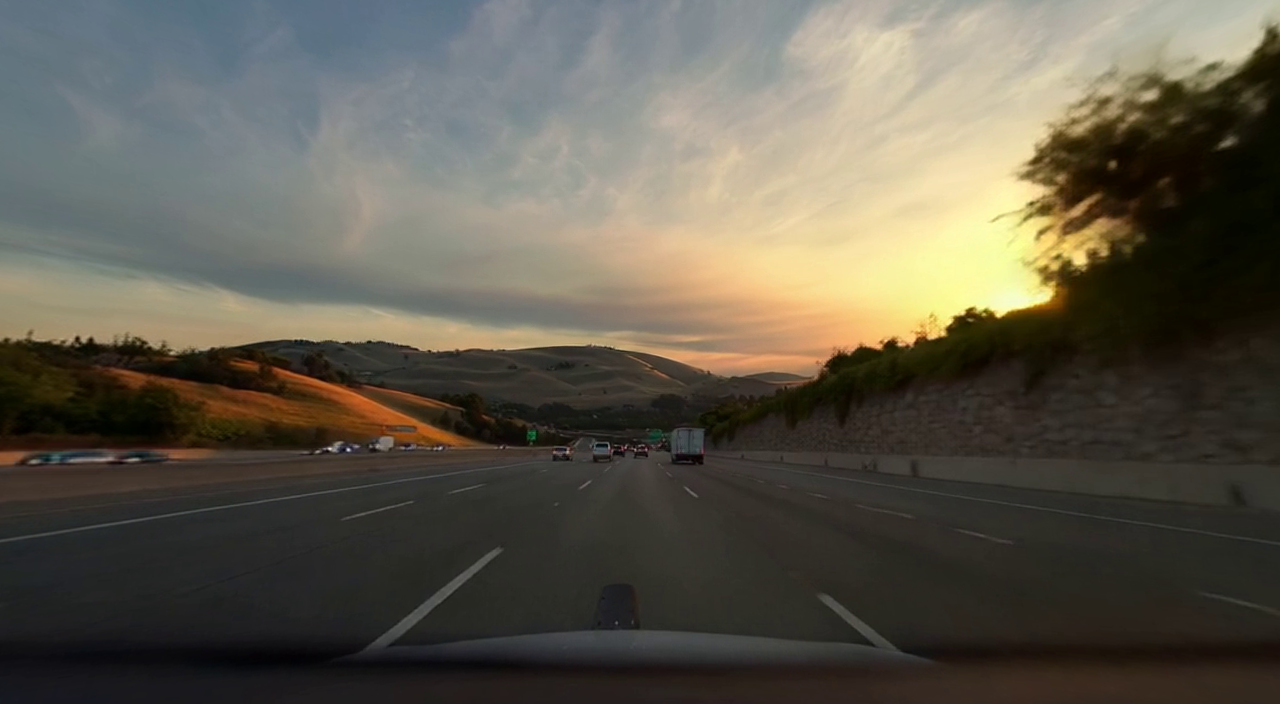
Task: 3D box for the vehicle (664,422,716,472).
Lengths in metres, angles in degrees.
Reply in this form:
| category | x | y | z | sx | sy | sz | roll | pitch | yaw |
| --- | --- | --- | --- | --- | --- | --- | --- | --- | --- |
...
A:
| category | x | y | z | sx | sy | sz | roll | pitch | yaw |
| --- | --- | --- | --- | --- | --- | --- | --- | --- | --- |
| vehicle | 3.398 | 6.795 | 44.951 | 2.795 | 3.187 | 7.205 | 0 | -9 | -3 |
